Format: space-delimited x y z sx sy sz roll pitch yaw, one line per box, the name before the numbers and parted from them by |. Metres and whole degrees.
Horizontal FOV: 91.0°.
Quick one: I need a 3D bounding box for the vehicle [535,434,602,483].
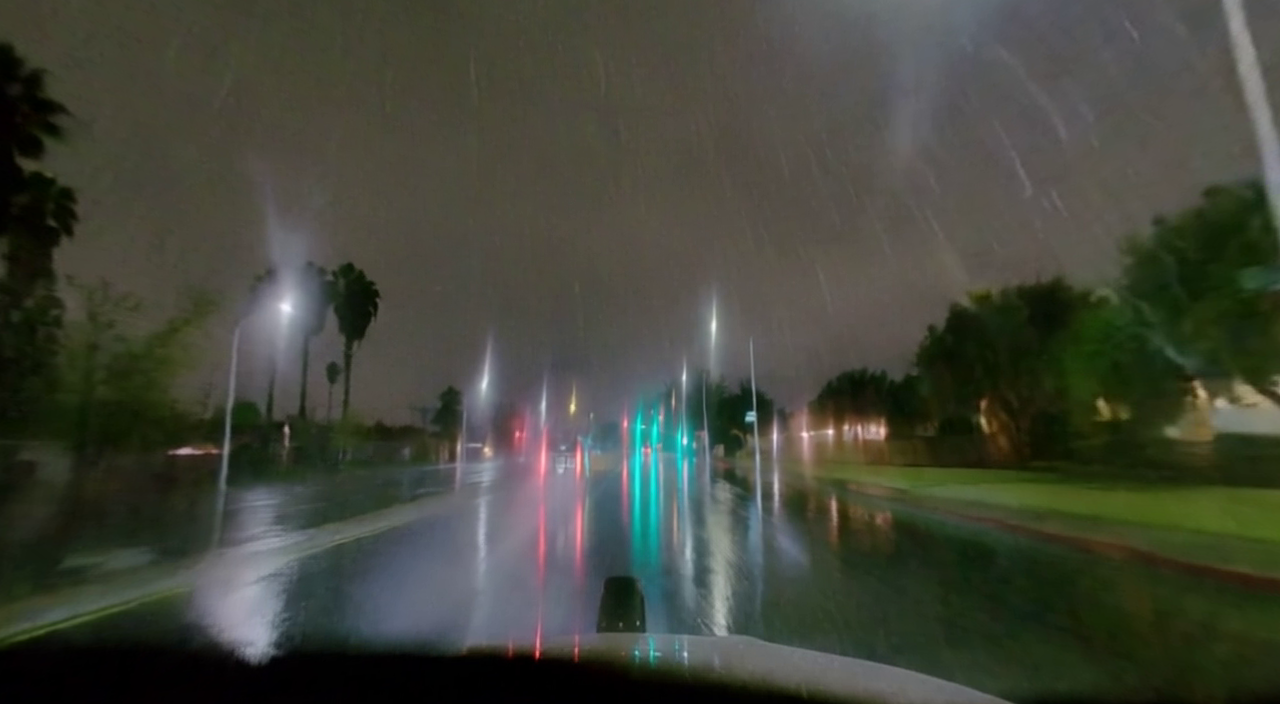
vehicle | -3.092 4.816 28.592 2.370 1.968 5.698 0 -9 0
